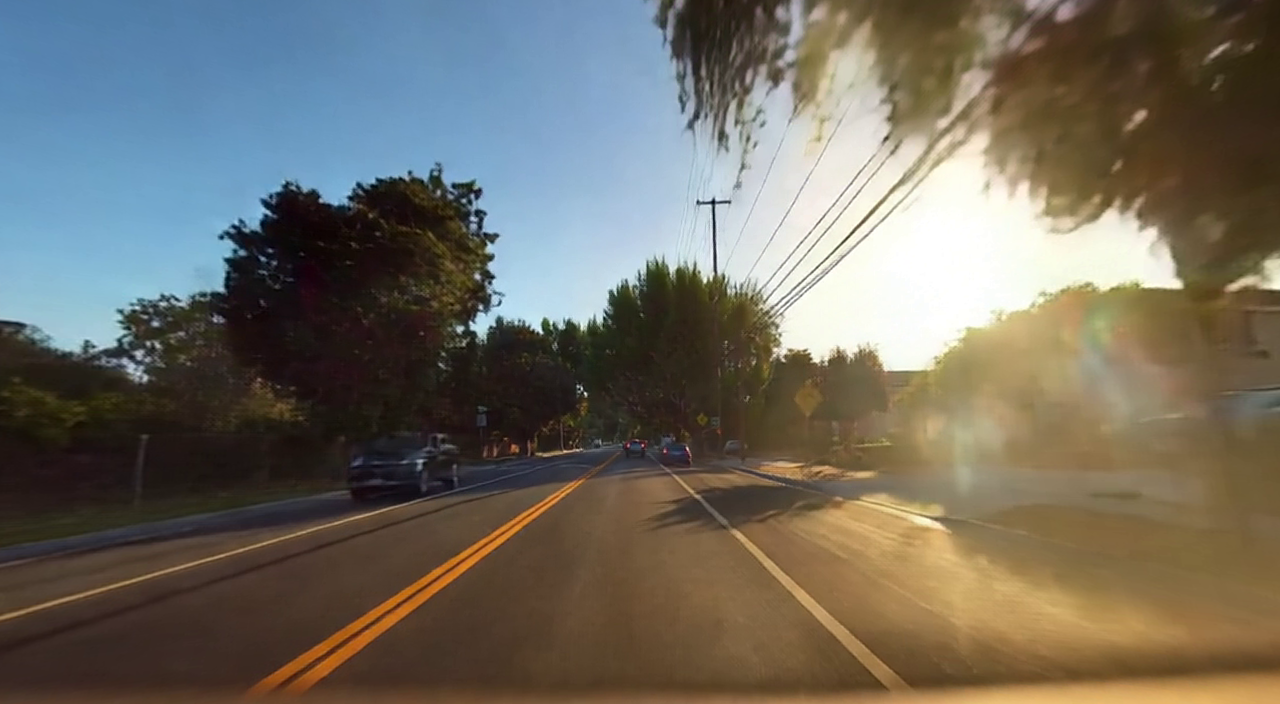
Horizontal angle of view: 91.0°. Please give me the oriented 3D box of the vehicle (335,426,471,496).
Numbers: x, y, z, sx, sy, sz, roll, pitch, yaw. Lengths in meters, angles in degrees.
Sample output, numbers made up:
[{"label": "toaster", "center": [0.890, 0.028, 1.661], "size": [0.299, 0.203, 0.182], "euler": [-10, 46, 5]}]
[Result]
[{"label": "vehicle", "center": [-7.046, 3.308, 19.418], "size": [2.352, 1.857, 4.690], "euler": [0, -8, 0]}]

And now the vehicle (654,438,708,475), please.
[{"label": "vehicle", "center": [1.711, 4.537, 27.562], "size": [1.975, 1.497, 3.647], "euler": [1, -8, -2]}]
